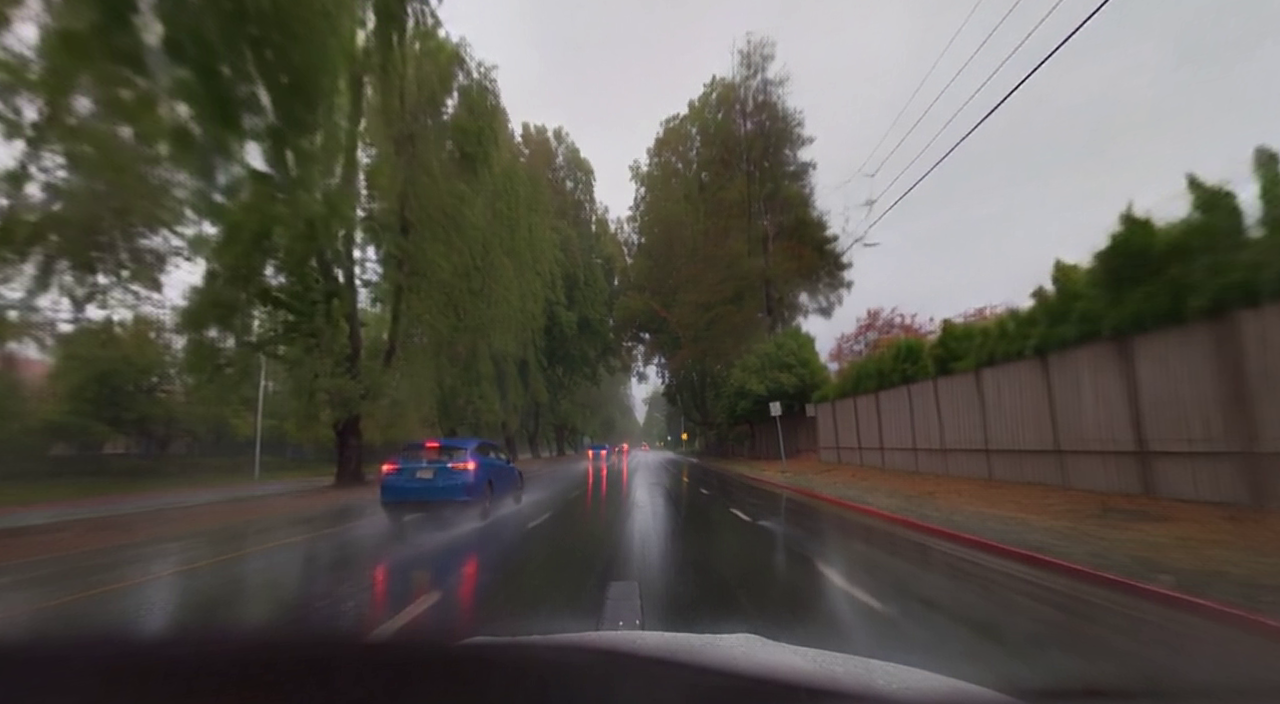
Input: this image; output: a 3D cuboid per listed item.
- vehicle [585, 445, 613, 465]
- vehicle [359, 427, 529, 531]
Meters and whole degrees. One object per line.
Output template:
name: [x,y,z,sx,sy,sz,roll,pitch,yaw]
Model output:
vehicle: [-3.082,7.850,48.255,1.870,1.431,4.317,0,-9,1]
vehicle: [-3.536,2.375,12.443,1.919,1.650,4.546,0,-9,0]
